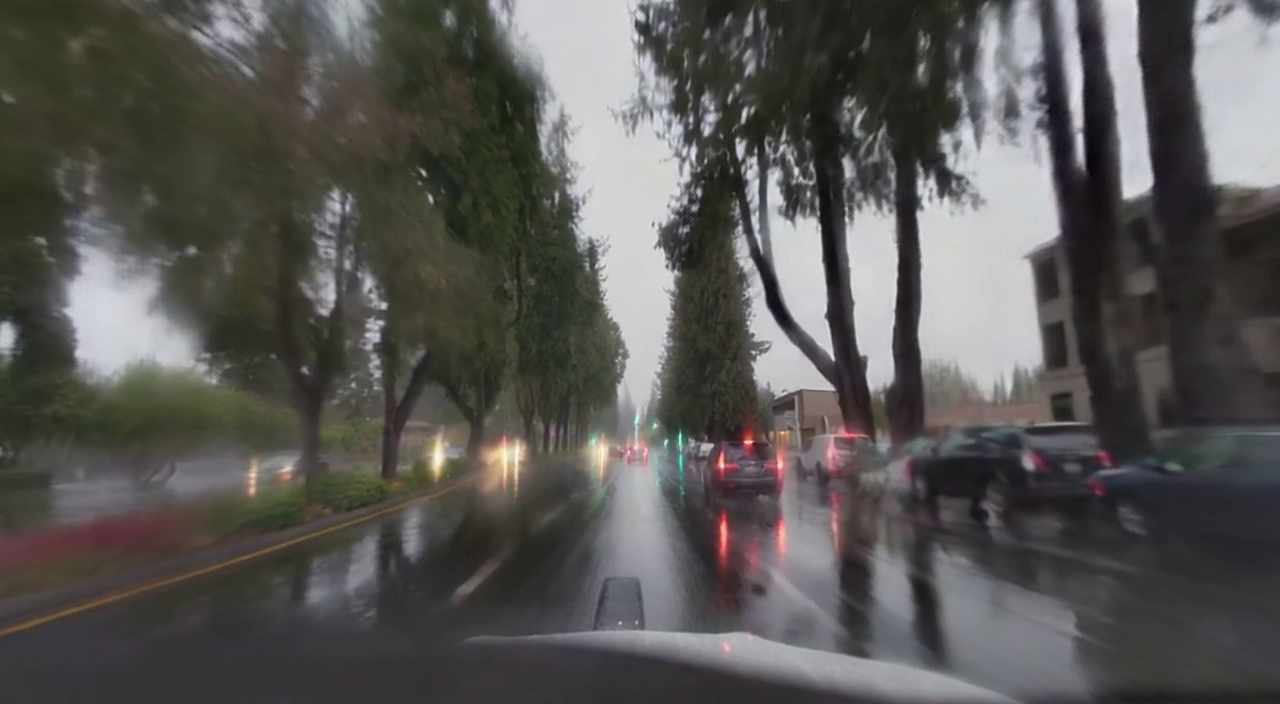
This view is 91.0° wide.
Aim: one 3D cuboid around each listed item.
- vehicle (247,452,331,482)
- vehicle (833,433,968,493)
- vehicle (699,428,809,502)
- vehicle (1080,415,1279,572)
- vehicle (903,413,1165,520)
[{"bbox_3d":[-18.274,5.971,33.017,1.836,1.454,4.507,0,-9,0],"label":"vehicle"},{"bbox_3d":[7.523,3.254,18.727,1.886,1.534,4.464,0,-9,-3],"label":"vehicle"},{"bbox_3d":[2.805,2.897,16.432,2.022,1.656,4.025,0,-9,-1],"label":"vehicle"},{"bbox_3d":[7.472,1.458,6.539,2.068,1.558,5.058,0,-9,-1],"label":"vehicle"},{"bbox_3d":[7.680,2.304,13.108,2.174,1.788,4.954,0,-9,-1],"label":"vehicle"}]
